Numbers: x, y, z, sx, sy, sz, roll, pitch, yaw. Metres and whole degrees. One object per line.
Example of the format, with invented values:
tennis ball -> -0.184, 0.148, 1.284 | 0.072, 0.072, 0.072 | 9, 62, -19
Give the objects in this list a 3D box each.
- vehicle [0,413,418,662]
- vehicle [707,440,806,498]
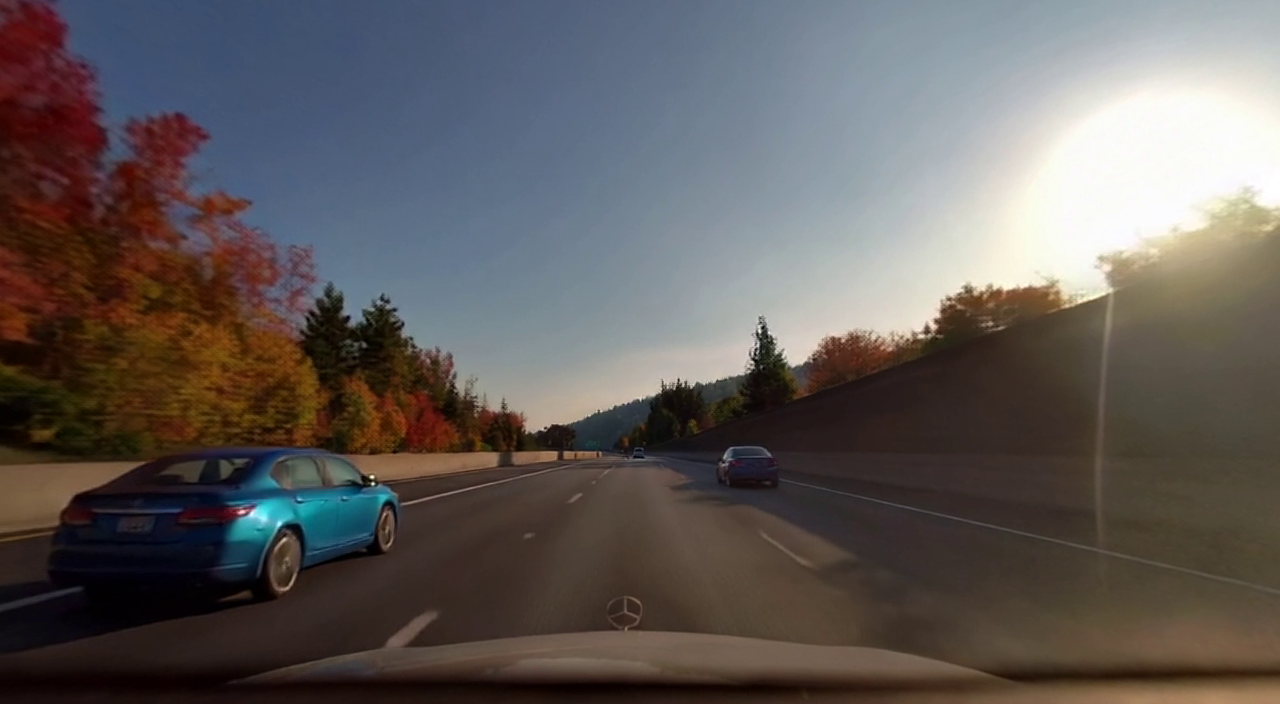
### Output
vehicle -> -4.010, 1.498, 6.210 | 2.010, 1.550, 4.376 | 0, -9, 0
vehicle -> 3.483, 3.609, 19.831 | 2.146, 1.573, 4.661 | 0, -9, -1
